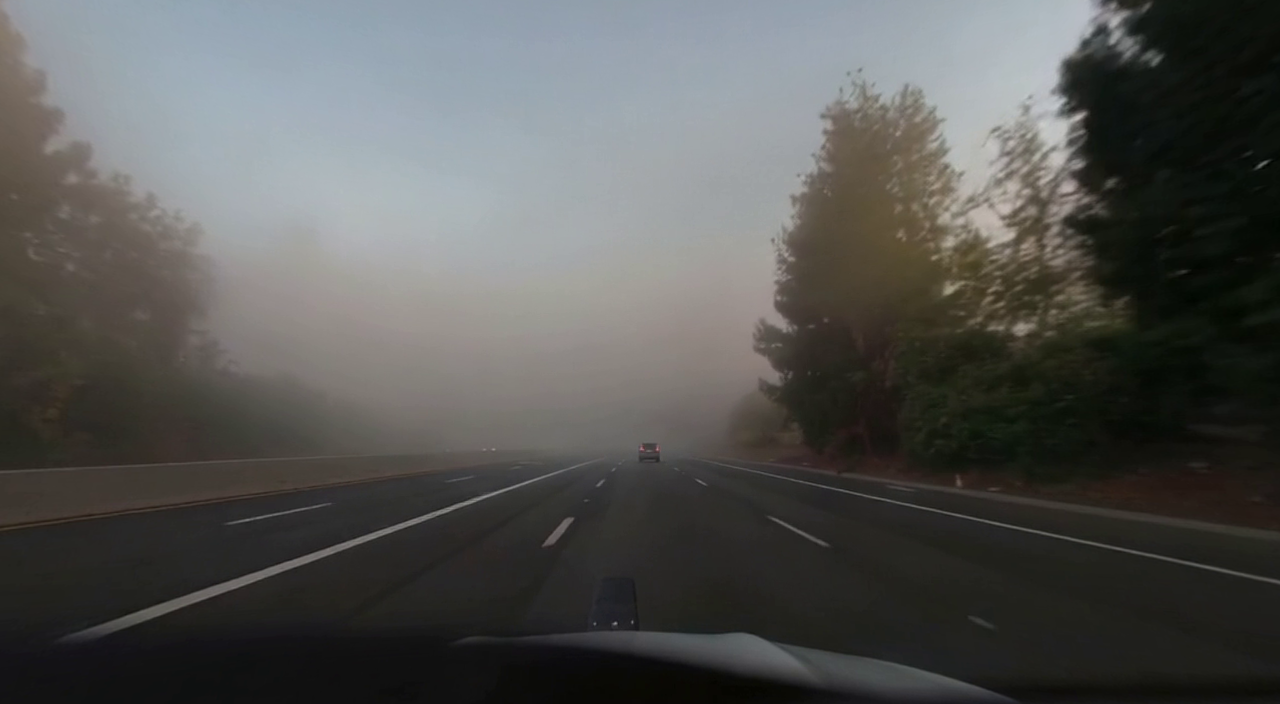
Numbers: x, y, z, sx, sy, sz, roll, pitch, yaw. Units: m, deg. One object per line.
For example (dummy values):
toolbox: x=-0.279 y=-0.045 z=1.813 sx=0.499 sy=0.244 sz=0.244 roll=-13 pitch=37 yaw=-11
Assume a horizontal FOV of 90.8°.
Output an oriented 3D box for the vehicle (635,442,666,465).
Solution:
vehicle: x=0.634 y=6.806 z=42.433 sx=1.970 sy=1.477 sz=4.158 roll=0 pitch=-9 yaw=-1
